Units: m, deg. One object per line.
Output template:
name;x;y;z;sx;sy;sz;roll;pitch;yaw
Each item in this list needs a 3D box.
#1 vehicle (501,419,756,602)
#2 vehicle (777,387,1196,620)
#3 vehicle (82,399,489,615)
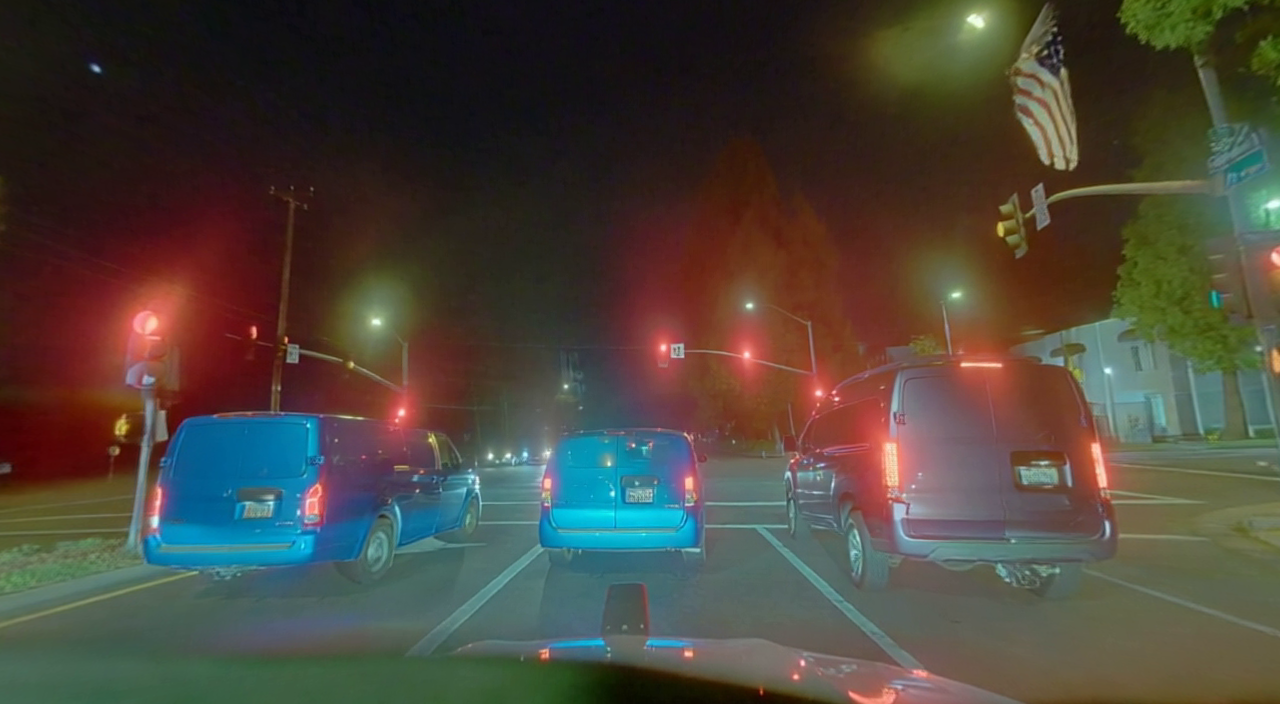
vehicle;-0.146;1.616;7.325;2.098;1.494;4.118;0;-9;-1
vehicle;3.086;1.468;7.019;2.178;1.746;4.400;0;-9;1
vehicle;-3.304;1.520;7.037;2.024;1.677;3.998;-1;-9;3
